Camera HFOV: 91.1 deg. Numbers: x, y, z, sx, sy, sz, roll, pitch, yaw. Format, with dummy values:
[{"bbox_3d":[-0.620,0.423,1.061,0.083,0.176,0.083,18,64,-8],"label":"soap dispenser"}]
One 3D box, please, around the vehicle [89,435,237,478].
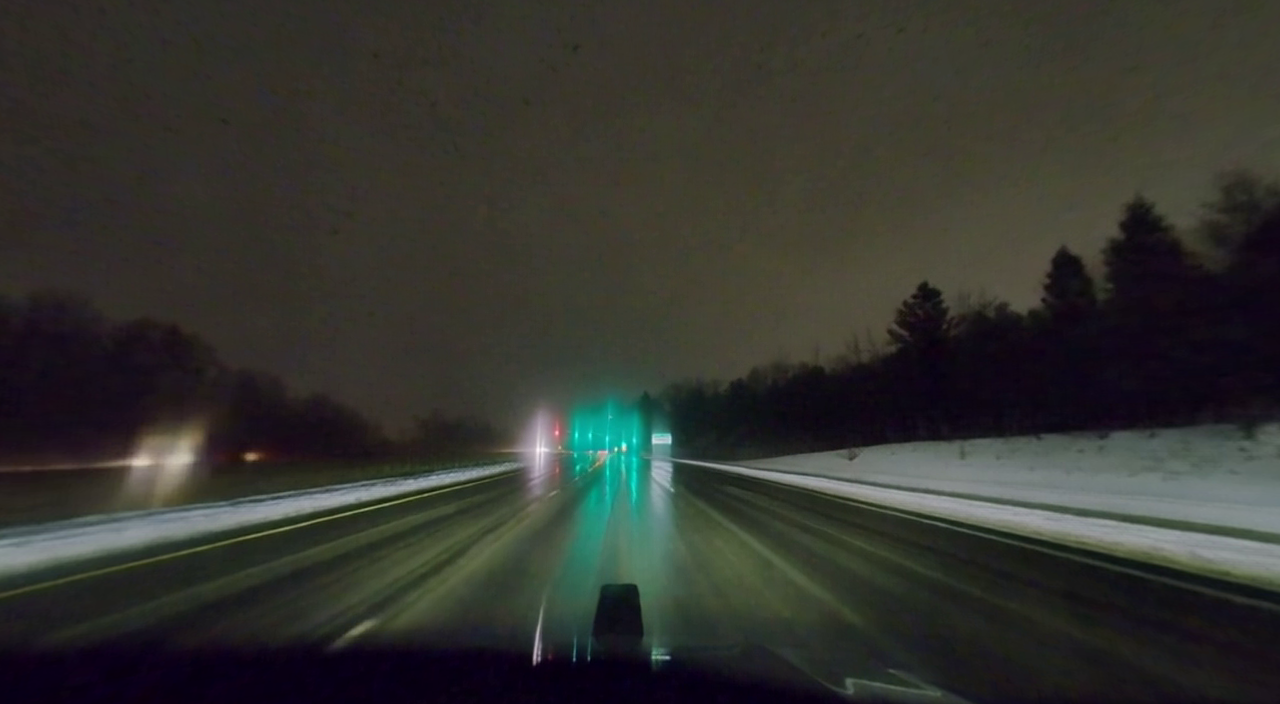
[{"bbox_3d":[-17.953,3.978,24.026,2.200,1.467,4.470,0,-9,-1],"label":"vehicle"}]
